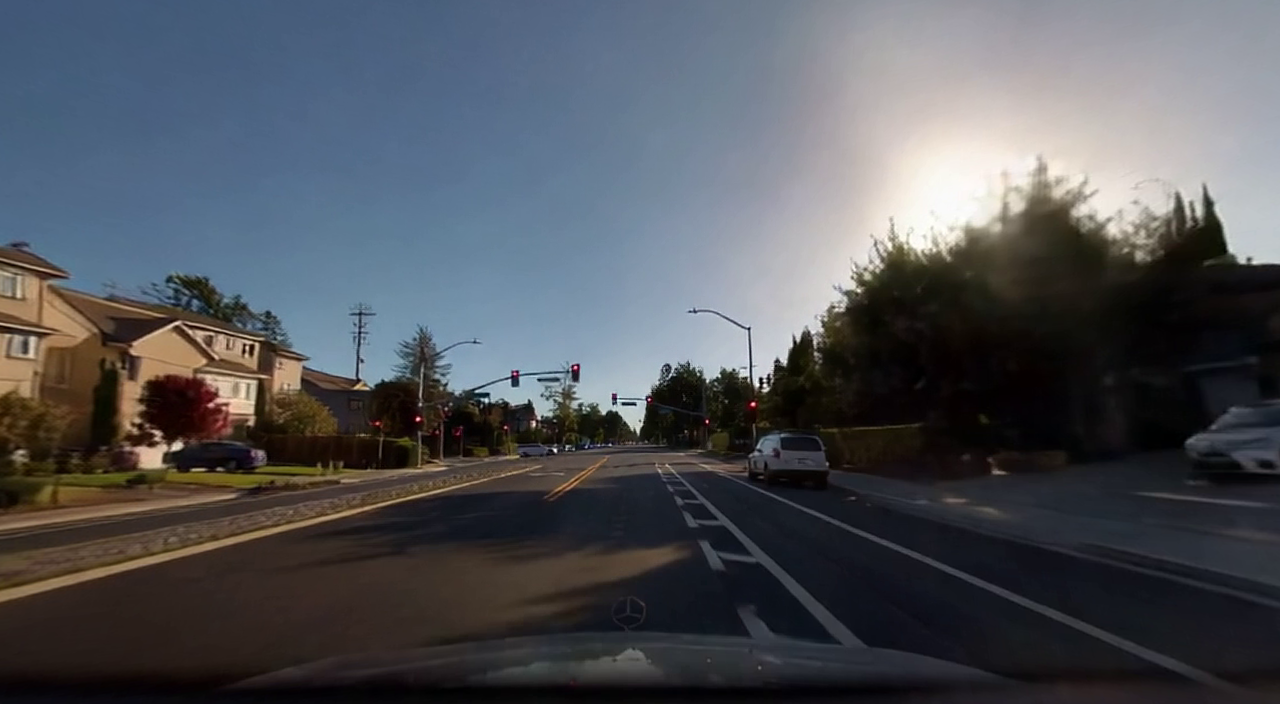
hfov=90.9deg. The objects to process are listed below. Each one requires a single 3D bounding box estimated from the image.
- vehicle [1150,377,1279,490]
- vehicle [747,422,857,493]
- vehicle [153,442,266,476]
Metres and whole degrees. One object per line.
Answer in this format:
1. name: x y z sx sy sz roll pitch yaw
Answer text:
1. vehicle: 12.763 1.365 12.123 3.956 1.635 2.017 -10 -6 -1
2. vehicle: 4.685 3.126 19.041 2.170 1.869 4.594 0 -8 2
3. vehicle: -22.219 5.516 32.664 4.334 1.668 2.069 0 -8 0
